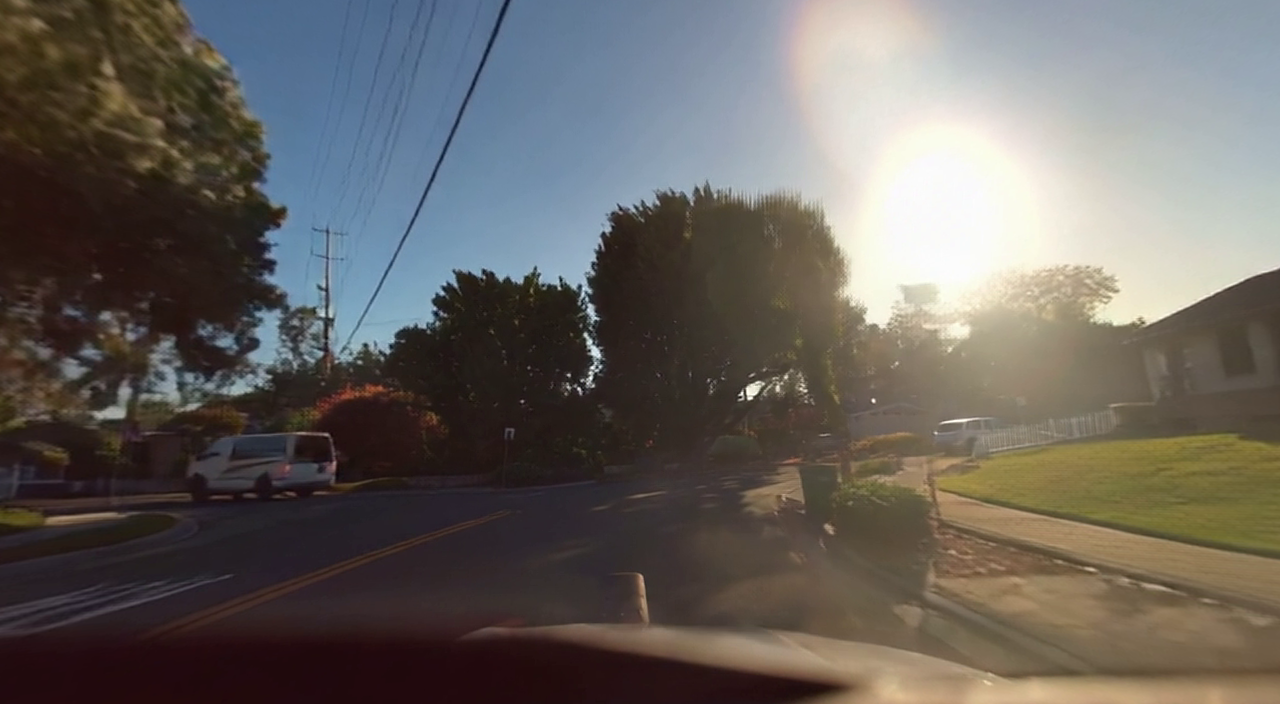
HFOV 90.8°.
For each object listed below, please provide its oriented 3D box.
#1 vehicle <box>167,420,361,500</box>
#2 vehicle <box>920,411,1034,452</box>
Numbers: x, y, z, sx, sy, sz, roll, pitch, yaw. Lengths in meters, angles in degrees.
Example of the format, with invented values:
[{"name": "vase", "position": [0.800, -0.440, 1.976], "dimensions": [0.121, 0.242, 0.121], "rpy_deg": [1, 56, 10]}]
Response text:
[{"name": "vehicle", "position": [-16.159, 4.581, 27.172], "dimensions": [7.559, 3.058, 2.929], "rpy_deg": [-3, -9, 21]}, {"name": "vehicle", "position": [18.493, 4.469, 34.864], "dimensions": [2.056, 2.014, 5.011], "rpy_deg": [7, -12, -42]}]
